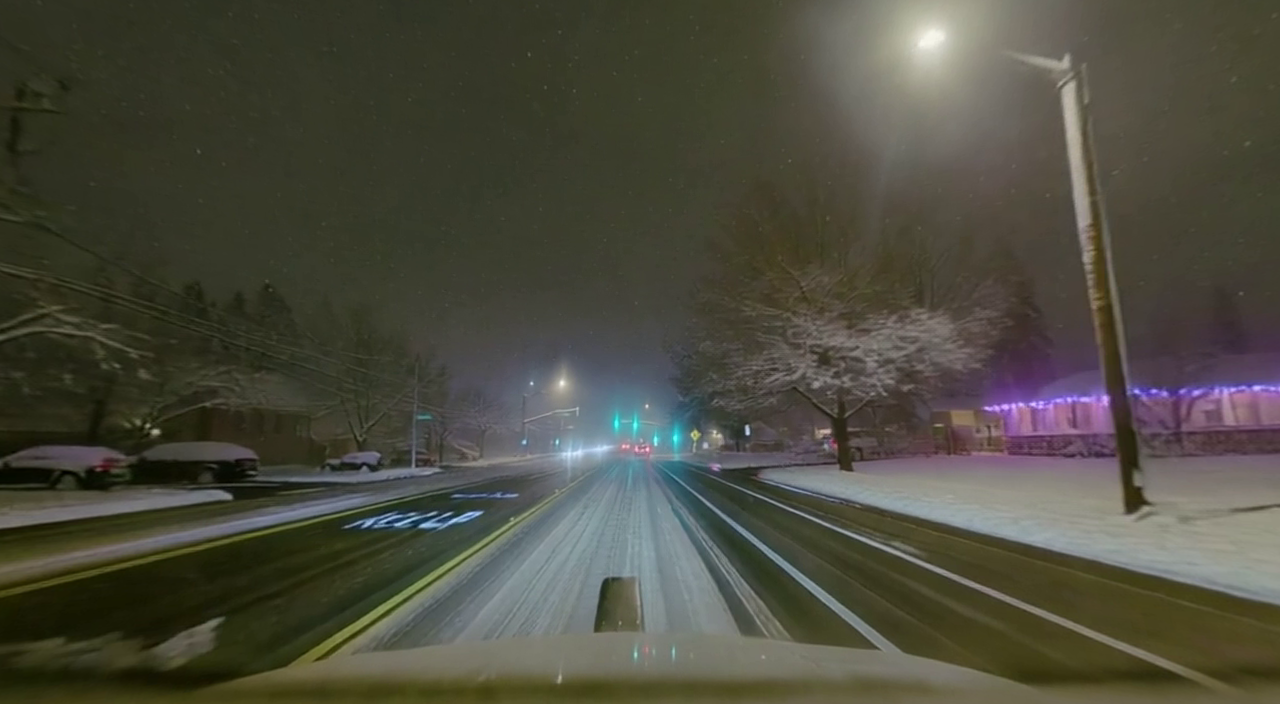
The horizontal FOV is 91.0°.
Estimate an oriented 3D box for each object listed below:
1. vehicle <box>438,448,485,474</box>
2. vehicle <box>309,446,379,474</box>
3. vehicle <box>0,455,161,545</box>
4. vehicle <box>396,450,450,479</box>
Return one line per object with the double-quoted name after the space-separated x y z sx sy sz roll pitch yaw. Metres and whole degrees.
-12.665 7.790 45.054 1.950 1.593 4.784 -1 -7 0 "vehicle"
-21.442 7.823 45.677 4.145 1.420 1.899 -6 -7 0 "vehicle"
-12.891 3.131 13.761 1.791 1.552 3.919 -3 -8 0 "vehicle"
-12.912 6.685 37.664 1.777 1.555 4.000 0 -8 0 "vehicle"
